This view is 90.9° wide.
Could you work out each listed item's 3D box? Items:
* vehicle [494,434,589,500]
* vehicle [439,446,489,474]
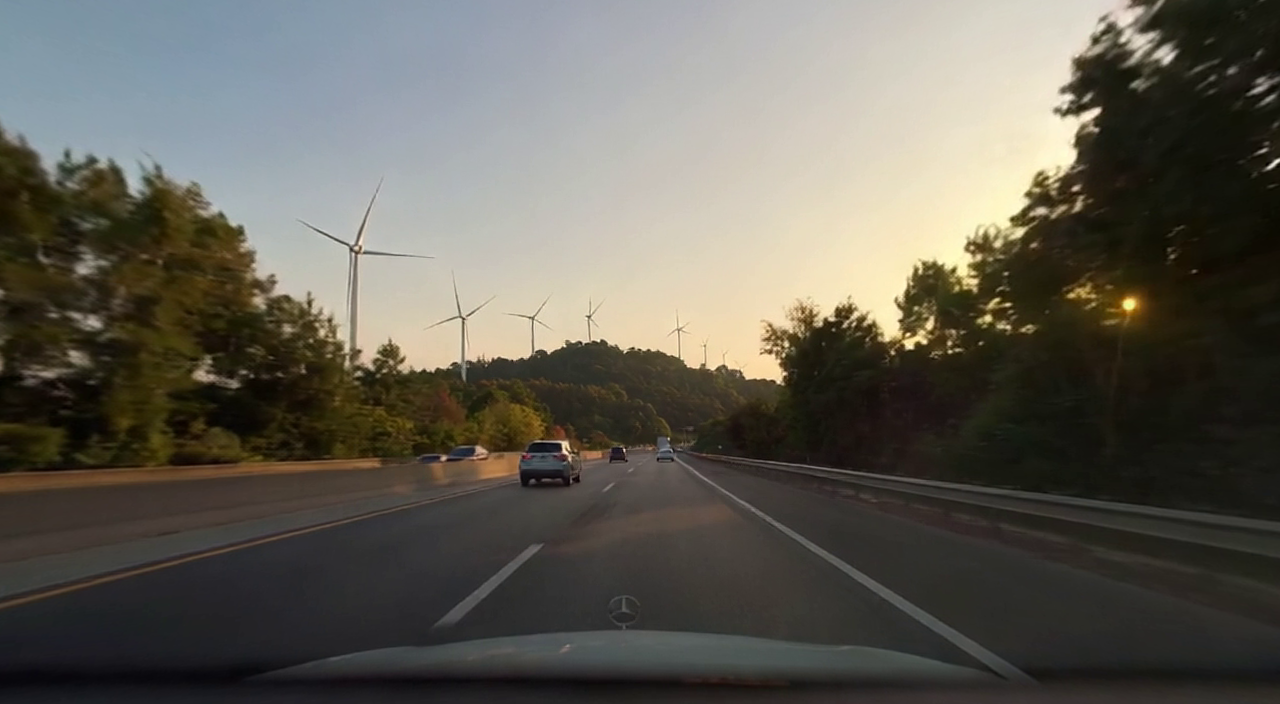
[{"bbox_3d":[-2.787,3.376,18.849,2.038,1.723,4.150,0,-9,2],"label":"vehicle"},{"bbox_3d":[-11.094,6.816,39.929,1.868,1.667,4.142,0,-9,1],"label":"vehicle"}]
